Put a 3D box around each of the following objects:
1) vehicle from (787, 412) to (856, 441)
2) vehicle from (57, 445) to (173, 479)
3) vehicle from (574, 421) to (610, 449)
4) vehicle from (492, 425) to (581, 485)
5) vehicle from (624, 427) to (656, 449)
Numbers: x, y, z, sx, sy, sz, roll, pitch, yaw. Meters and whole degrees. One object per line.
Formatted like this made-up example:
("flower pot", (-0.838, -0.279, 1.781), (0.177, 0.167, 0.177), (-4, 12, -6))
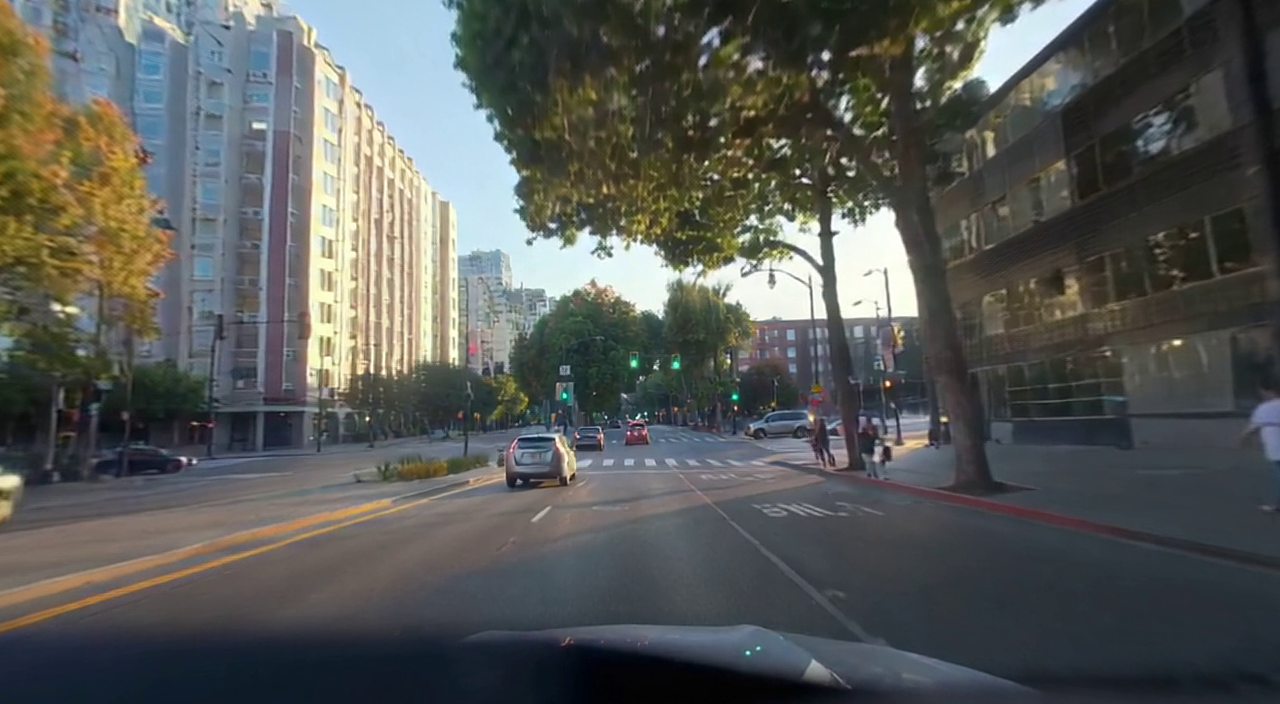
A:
("vehicle", (13.210, 5.426, 46.167), (4.328, 1.742, 1.942), (-4, -6, -1))
("vehicle", (-29.740, 6.211, 35.899), (4.684, 1.806, 2.073), (-1, -8, -1))
("vehicle", (-3.295, 5.872, 44.436), (2.152, 1.802, 4.628), (-1, -8, 0))
("vehicle", (-3.254, 3.342, 20.817), (2.116, 1.725, 4.315), (-1, -8, 1))
("vehicle", (-0.016, 5.948, 43.763), (2.095, 1.438, 3.843), (-1, -8, -1))
